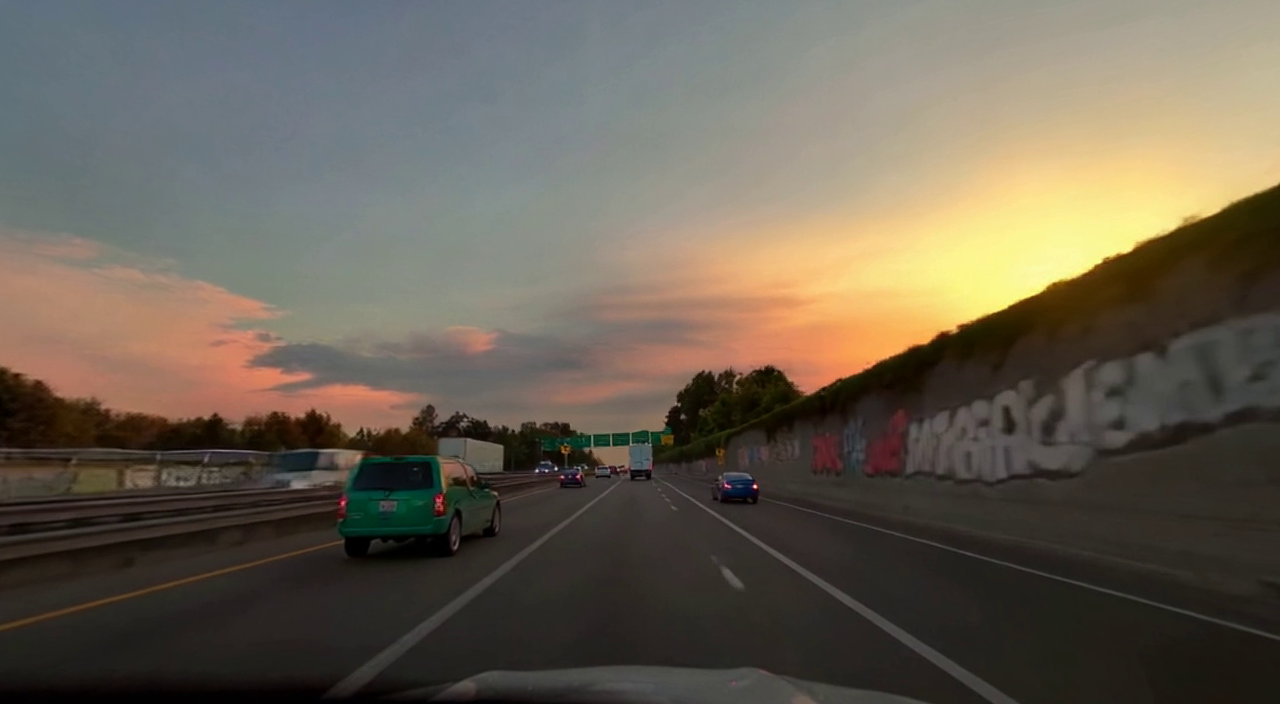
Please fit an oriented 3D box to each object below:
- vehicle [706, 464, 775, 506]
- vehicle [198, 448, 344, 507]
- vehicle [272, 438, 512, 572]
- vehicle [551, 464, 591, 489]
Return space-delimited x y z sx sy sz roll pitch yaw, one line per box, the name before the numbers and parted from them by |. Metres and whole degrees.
vehicle | 3.830 5.186 24.794 1.917 1.458 4.199 1 -10 -1
vehicle | -12.928 4.452 22.593 2.125 1.796 5.031 1 -10 1
vehicle | -3.544 2.314 10.147 2.004 1.610 4.508 1 -10 0
vehicle | -4.323 7.847 39.817 2.054 1.443 4.131 1 -10 0
